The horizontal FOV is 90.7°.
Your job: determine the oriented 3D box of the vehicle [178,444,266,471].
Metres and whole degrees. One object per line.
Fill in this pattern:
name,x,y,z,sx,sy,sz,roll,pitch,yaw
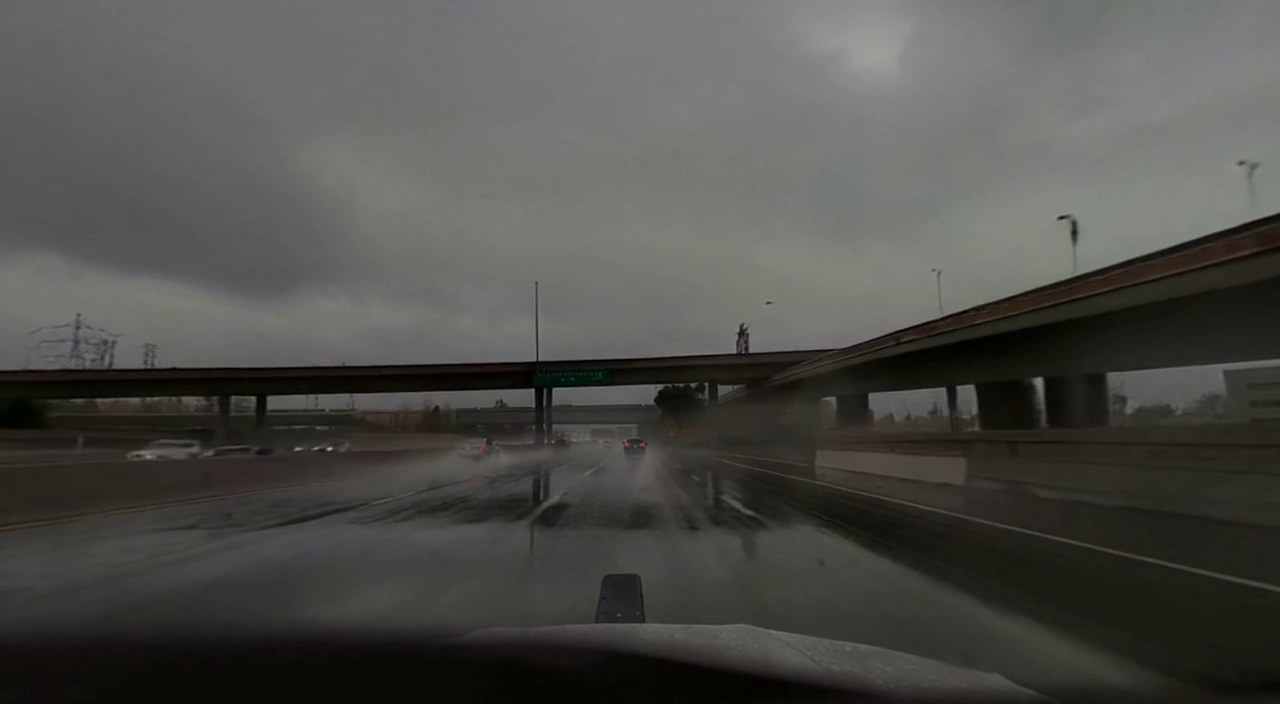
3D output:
vehicle,-24.642,6.212,37.548,1.915,1.485,4.756,0,-8,0

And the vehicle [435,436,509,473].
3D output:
vehicle,-7.322,4.506,28.135,1.994,1.487,4.605,0,-8,0

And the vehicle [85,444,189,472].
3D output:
vehicle,-28.354,5.973,35.914,1.989,1.490,4.769,0,-8,0

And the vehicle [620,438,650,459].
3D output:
vehicle,-0.427,7.104,46.660,2.086,1.472,4.168,0,-8,-1
